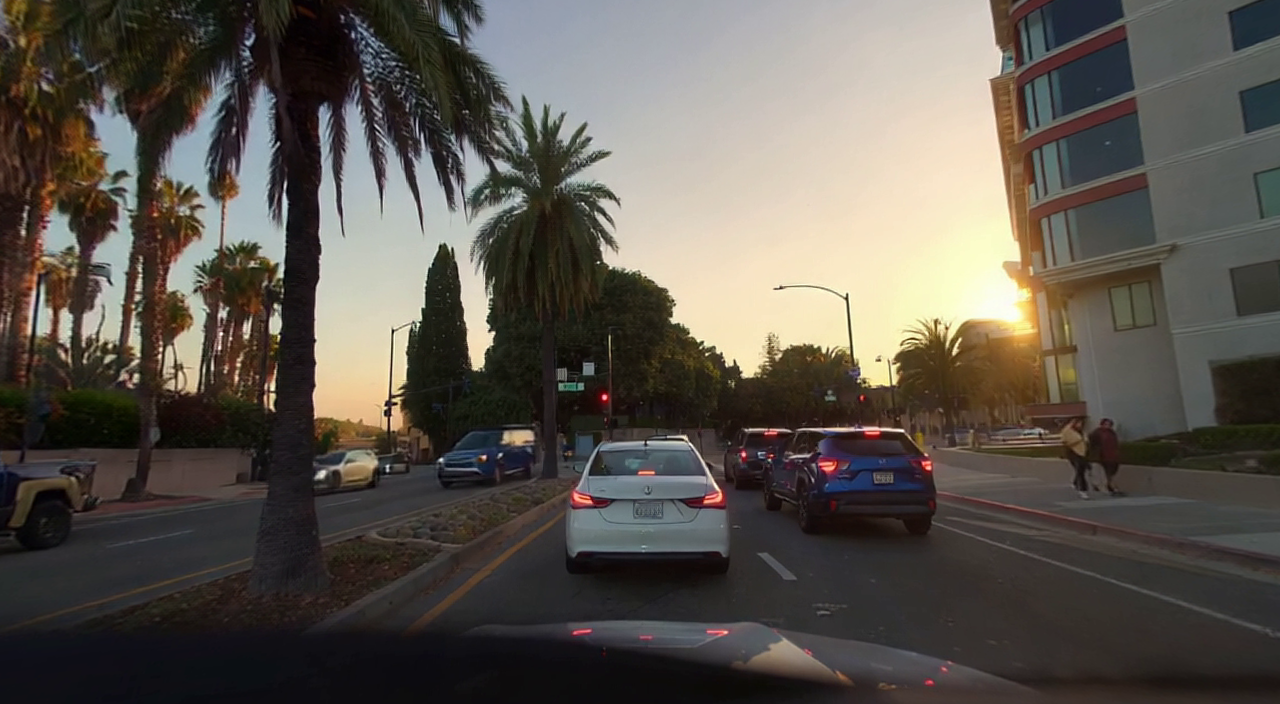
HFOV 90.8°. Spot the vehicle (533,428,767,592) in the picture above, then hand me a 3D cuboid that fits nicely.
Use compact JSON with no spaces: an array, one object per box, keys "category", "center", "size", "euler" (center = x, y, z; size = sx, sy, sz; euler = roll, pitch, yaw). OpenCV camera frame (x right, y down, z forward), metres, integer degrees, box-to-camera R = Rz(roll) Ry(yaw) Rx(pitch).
[{"category":"vehicle","center":[0.134,1.716,7.718],"size":[2.088,1.452,3.993],"euler":[0,-8,1]}]

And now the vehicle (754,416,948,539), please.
[{"category":"vehicle","center":[3.404,2.111,11.241],"size":[2.003,1.733,4.319],"euler":[0,-8,1]}]

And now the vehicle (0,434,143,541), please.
[{"category":"vehicle","center":[-13.051,2.720,12.288],"size":[2.240,1.964,5.707],"euler":[-6,-8,0]}]

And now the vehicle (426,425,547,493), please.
[{"category":"vehicle","center":[-4.714,3.384,20.253],"size":[2.068,1.811,4.910],"euler":[-3,-9,8]}]

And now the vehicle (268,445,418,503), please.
[{"category":"vehicle","center":[-8.335,3.442,18.319],"size":[1.898,1.439,4.540],"euler":[-1,-8,4]}]
